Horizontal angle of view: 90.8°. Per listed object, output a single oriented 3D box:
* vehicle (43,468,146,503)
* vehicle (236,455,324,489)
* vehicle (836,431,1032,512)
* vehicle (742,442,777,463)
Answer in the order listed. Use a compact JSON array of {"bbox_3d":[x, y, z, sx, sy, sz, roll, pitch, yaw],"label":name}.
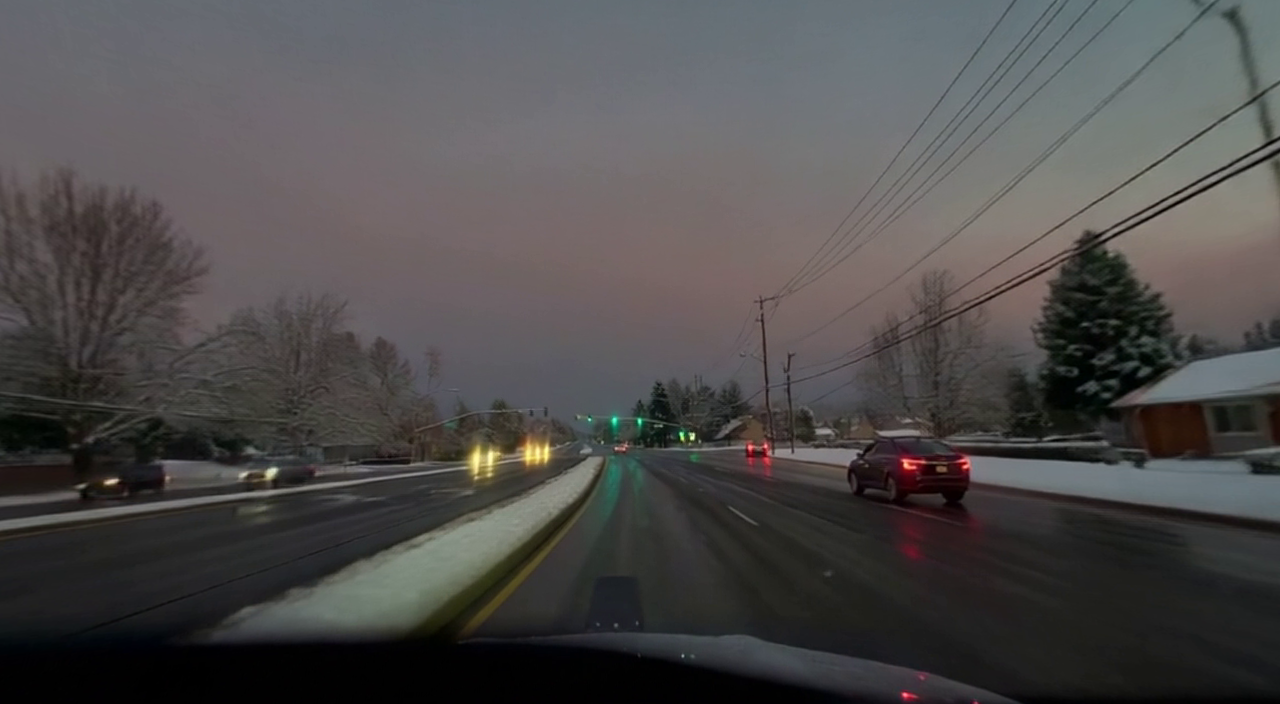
[{"bbox_3d":[-27.988,6.823,32.637,1.781,1.475,4.335,1,-9,-6],"label":"vehicle"},{"bbox_3d":[-17.402,5.768,30.782,1.886,1.446,4.265,0,-8,-2],"label":"vehicle"},{"bbox_3d":[6.380,2.644,14.497,2.113,1.520,4.650,0,-8,-2],"label":"vehicle"},{"bbox_3d":[9.367,7.876,49.769,1.979,1.581,4.271,0,-8,1],"label":"vehicle"}]
